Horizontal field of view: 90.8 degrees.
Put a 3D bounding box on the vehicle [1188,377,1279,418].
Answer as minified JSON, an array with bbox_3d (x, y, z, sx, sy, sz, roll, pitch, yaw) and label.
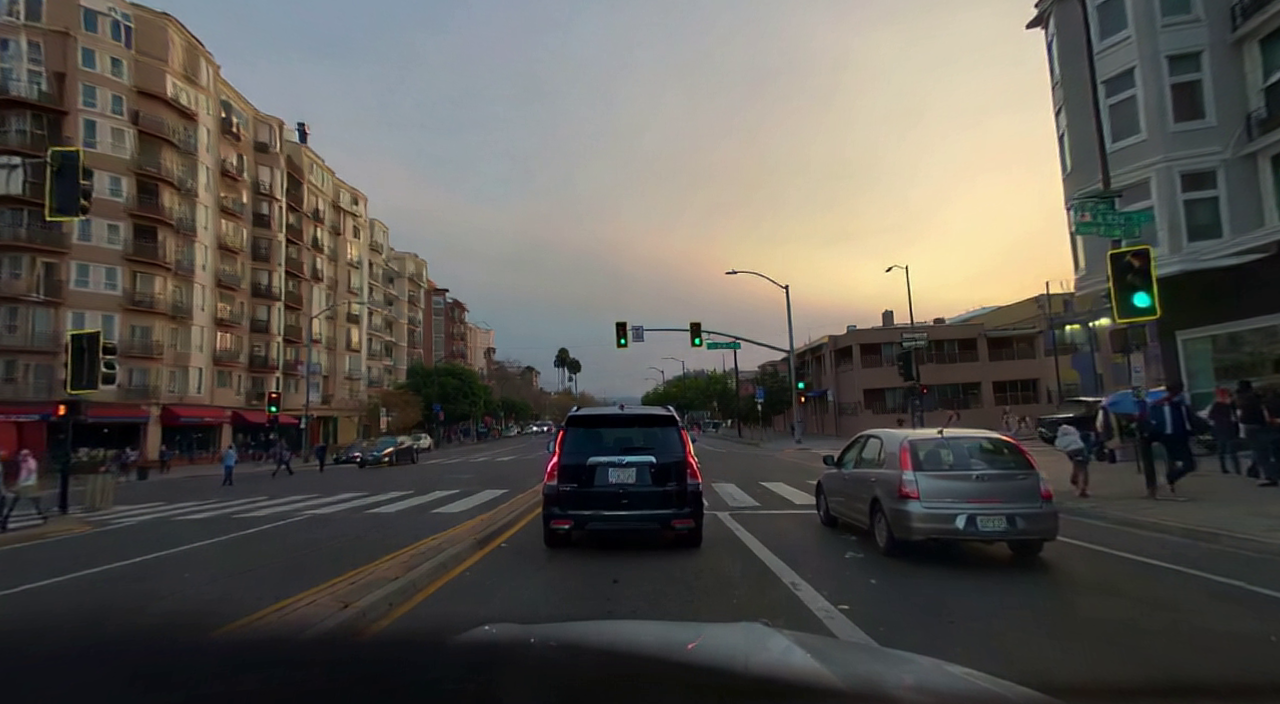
[{"bbox_3d":[26.578,1.989,27.168,4.287,1.639,1.729,0,-8,1],"label":"vehicle"}]

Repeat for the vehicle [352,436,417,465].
[{"bbox_3d":[-16.322,6.328,40.671,2.132,1.710,4.504,0,-8,2],"label":"vehicle"}]

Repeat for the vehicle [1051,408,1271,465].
[{"bbox_3d":[14.282,2.365,17.555,4.354,1.466,1.863,0,-8,2],"label":"vehicle"}]

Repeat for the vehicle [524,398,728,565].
[{"bbox_3d":[-0.132,1.699,8.906,2.168,1.776,4.135,0,-8,1],"label":"vehicle"}]

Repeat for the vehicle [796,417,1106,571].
[{"bbox_3d":[3.693,1.773,8.680,1.987,1.538,4.510,0,-8,0],"label":"vehicle"}]
